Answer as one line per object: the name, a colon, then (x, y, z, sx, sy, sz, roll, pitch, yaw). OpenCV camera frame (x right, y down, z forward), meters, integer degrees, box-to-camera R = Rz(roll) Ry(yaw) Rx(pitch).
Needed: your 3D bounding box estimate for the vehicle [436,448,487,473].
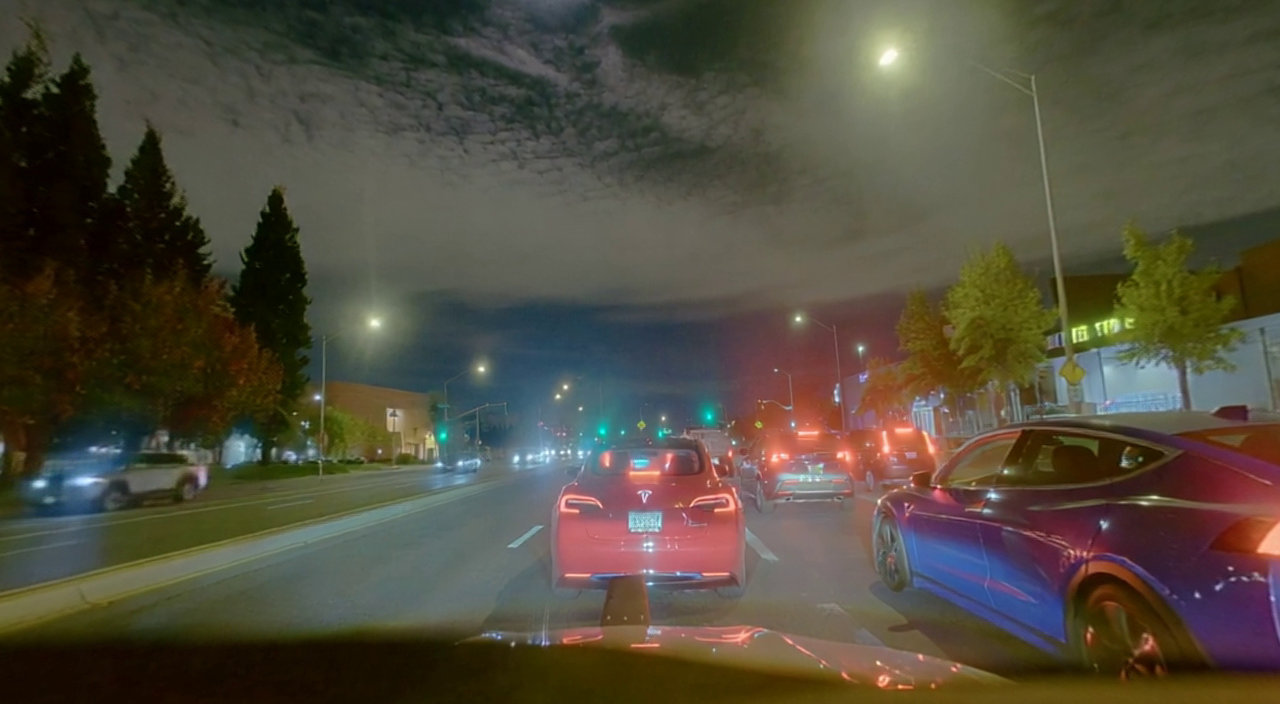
vehicle: (-11.438, 6.961, 40.696, 1.892, 1.479, 4.355, -1, -8, 3)

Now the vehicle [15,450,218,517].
vehicle: (-14.902, 3.714, 18.387, 2.005, 1.630, 4.556, 0, -8, 0)

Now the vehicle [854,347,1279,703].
vehicle: (3.181, 1.096, 4.034, 2.038, 1.651, 4.455, 0, -8, 0)

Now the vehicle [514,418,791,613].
vehicle: (0.105, 1.556, 6.912, 2.137, 1.488, 3.938, 0, -8, 0)
